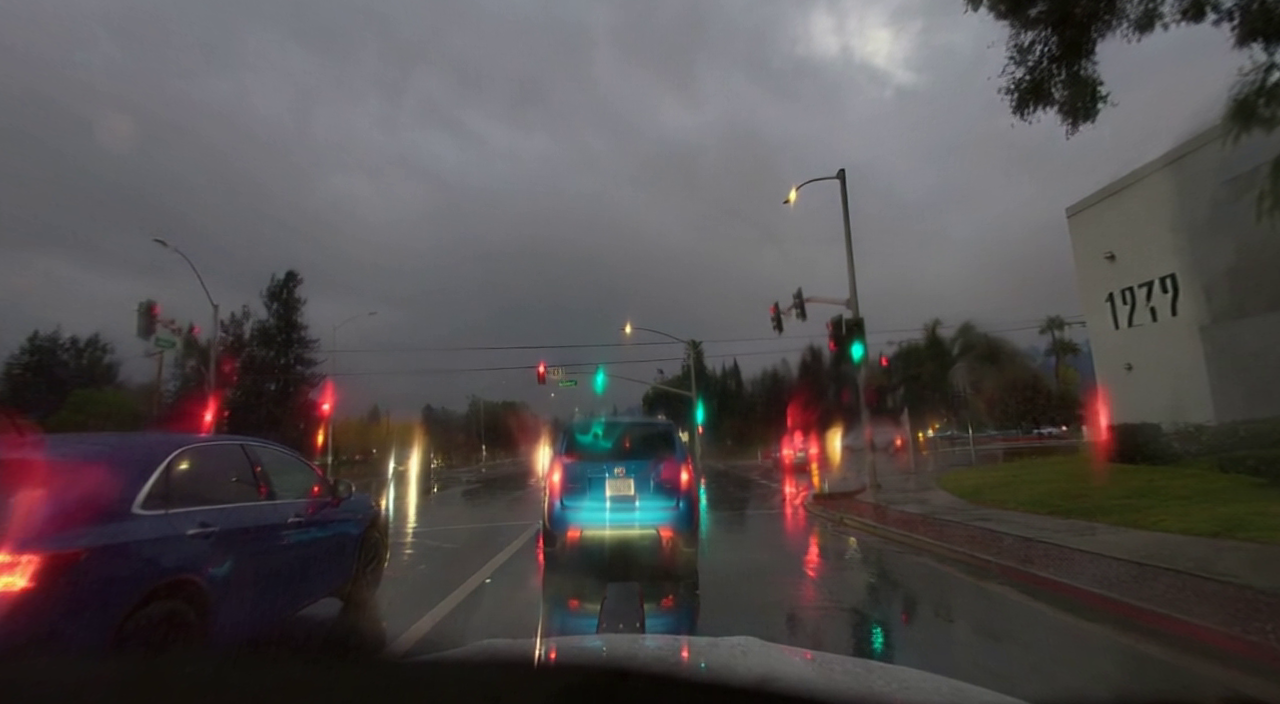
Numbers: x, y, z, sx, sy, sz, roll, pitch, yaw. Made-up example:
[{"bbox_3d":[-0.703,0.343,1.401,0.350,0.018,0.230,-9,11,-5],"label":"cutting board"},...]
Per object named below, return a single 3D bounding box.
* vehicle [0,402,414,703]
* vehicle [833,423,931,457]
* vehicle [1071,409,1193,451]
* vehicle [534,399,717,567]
[{"bbox_3d":[-3.370,1.262,4.554,2.011,1.527,4.008,0,-8,-1],"label":"vehicle"},{"bbox_3d":[13.534,4.924,35.374,4.872,1.806,2.107,3,-9,-20],"label":"vehicle"},{"bbox_3d":[25.395,4.014,32.611,5.215,1.967,2.392,1,-8,-20],"label":"vehicle"},{"bbox_3d":[-0.172,1.795,9.341,2.059,1.877,4.249,0,-8,0],"label":"vehicle"}]
